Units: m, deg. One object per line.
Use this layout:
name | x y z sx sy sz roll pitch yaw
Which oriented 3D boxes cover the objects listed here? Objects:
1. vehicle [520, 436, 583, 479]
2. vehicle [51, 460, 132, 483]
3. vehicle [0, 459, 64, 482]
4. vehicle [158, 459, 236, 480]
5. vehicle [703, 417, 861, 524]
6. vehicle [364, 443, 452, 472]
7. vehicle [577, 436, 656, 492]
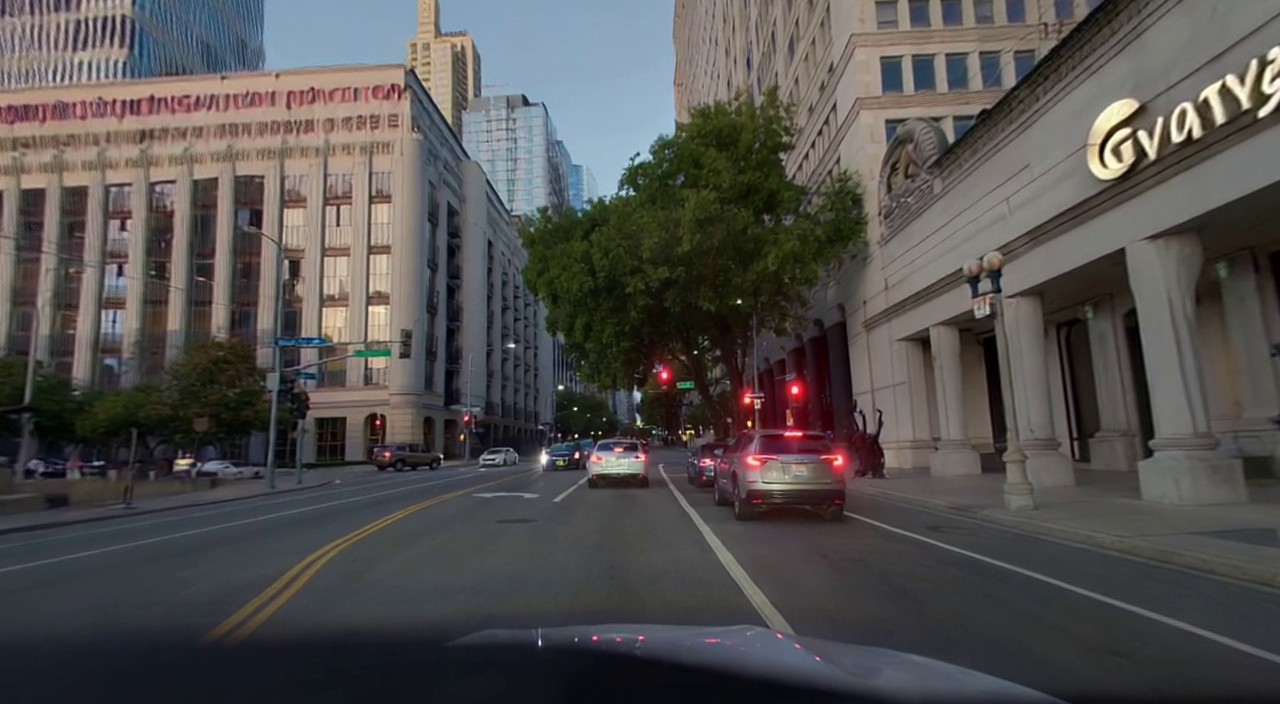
vehicle | -3.591 4.375 26.492 2.045 1.633 4.864 0 -9 -2
vehicle | -40.240 8.762 46.428 4.224 1.622 1.808 0 -9 1
vehicle | -45.122 8.728 46.521 3.671 1.498 1.670 2 -9 4
vehicle | -32.441 8.586 46.330 4.392 1.427 1.764 0 -9 0
vehicle | 2.609 2.328 12.868 2.096 1.775 4.440 0 -9 -1
vehicle | -14.699 6.731 40.309 4.855 1.769 2.071 1 -9 -6
vehicle | -0.631 3.303 18.938 2.096 1.492 4.071 0 -9 0
